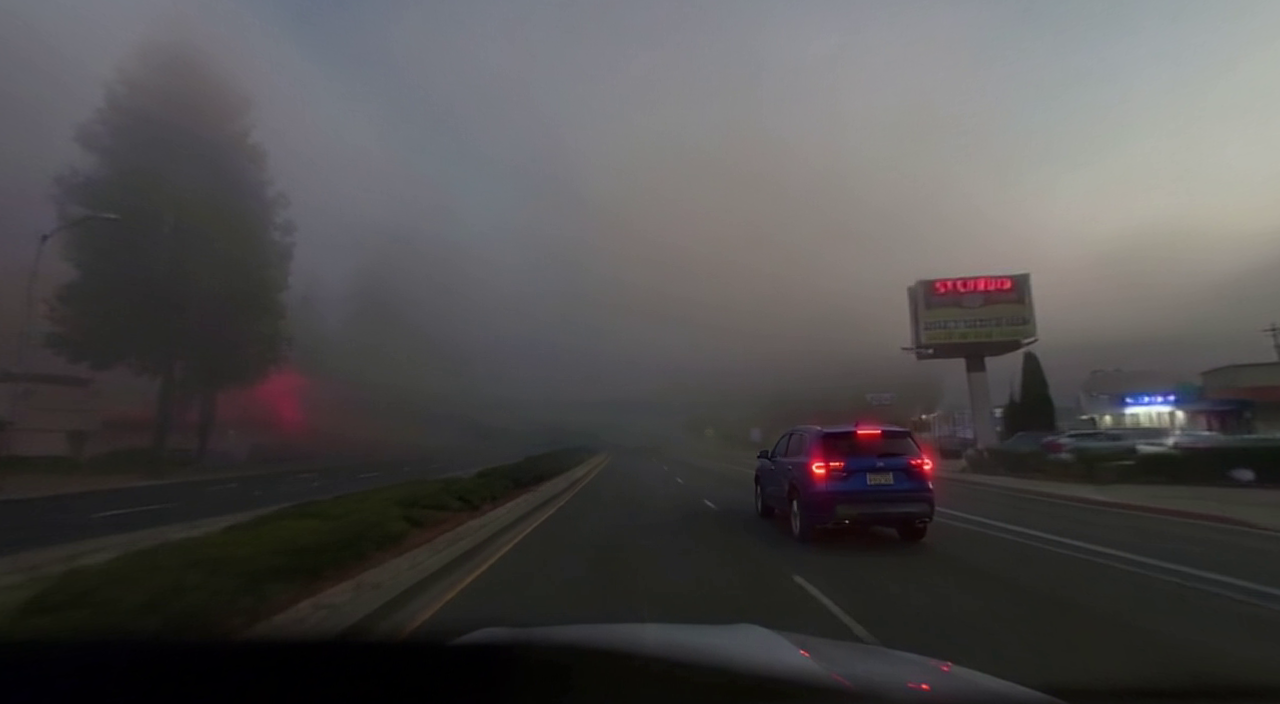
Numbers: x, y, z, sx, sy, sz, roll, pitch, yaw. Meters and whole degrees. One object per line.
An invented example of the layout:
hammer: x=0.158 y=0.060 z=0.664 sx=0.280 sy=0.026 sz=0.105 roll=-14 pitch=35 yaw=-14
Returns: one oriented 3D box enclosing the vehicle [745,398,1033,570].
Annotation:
vehicle: x=3.015 y=1.741 z=9.024 sx=2.130 sy=1.790 sz=4.615 roll=0 pitch=-9 yaw=-1
